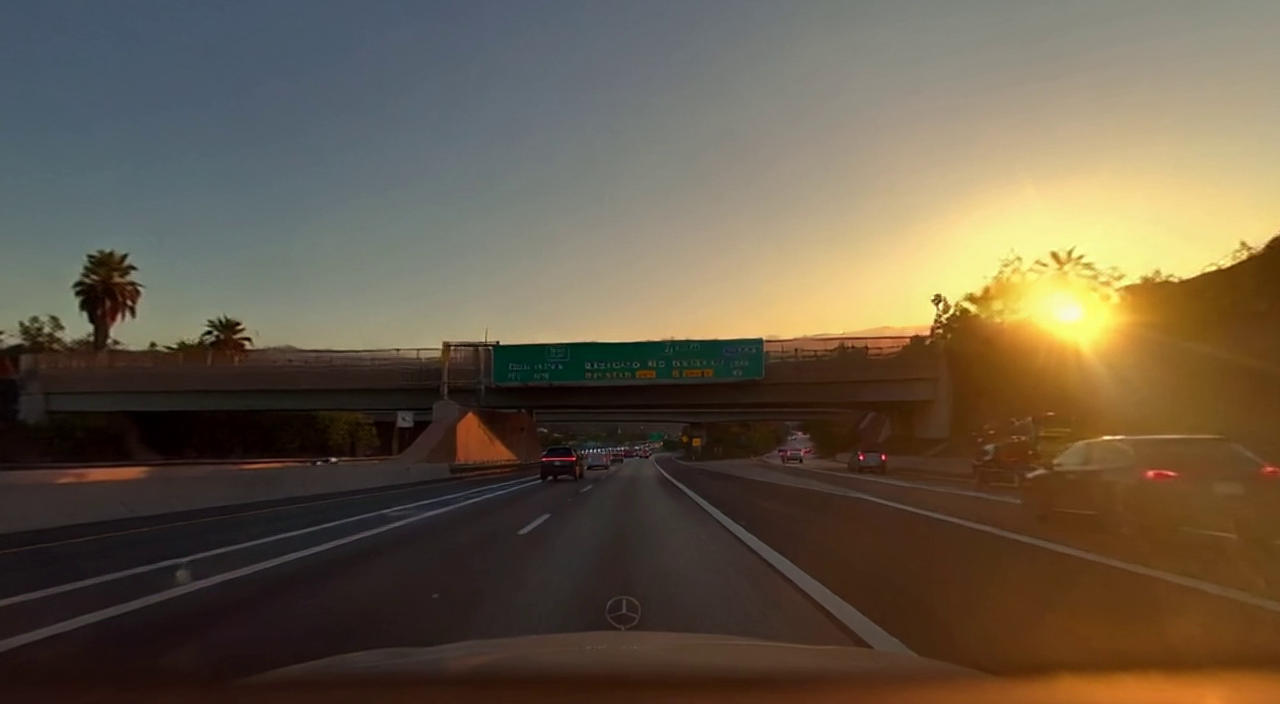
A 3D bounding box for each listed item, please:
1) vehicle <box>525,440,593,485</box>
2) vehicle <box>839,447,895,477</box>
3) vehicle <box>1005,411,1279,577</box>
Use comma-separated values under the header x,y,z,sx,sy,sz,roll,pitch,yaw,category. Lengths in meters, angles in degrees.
x,y,z,sx,sy,sz,roll,pitch,yaw,category
-3.726,5.250,30.195,2.420,1.937,5.916,0,-9,1,vehicle
14.275,6.941,39.973,1.991,1.755,4.836,-1,-9,3,vehicle
8.057,1.940,9.455,2.303,1.791,5.247,-1,-9,4,vehicle
